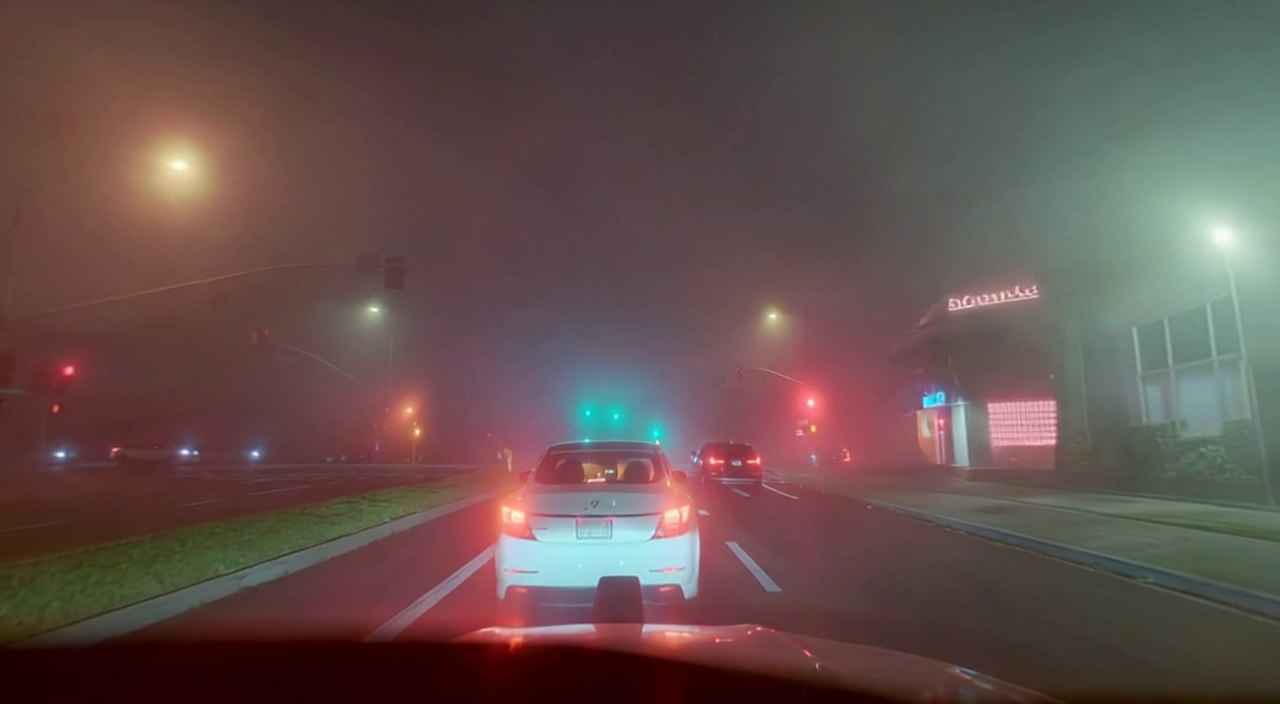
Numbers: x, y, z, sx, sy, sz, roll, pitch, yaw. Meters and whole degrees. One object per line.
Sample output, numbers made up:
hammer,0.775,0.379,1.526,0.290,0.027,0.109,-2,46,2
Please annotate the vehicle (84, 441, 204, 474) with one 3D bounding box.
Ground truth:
vehicle,-28.082,5.983,35.938,4.877,1.754,1.978,2,-9,-12

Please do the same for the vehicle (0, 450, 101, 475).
vehicle,-35.653,6.676,38.188,4.199,1.432,1.727,2,-9,-12

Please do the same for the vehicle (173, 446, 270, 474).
vehicle,-26.468,6.820,40.101,4.575,1.718,2.008,2,-9,-12

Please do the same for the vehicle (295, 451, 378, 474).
vehicle,-19.935,7.285,41.689,4.548,1.449,1.802,2,-9,-13

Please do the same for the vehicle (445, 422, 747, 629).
vehicle,-0.331,1.571,6.760,2.173,1.479,4.264,0,-8,0
